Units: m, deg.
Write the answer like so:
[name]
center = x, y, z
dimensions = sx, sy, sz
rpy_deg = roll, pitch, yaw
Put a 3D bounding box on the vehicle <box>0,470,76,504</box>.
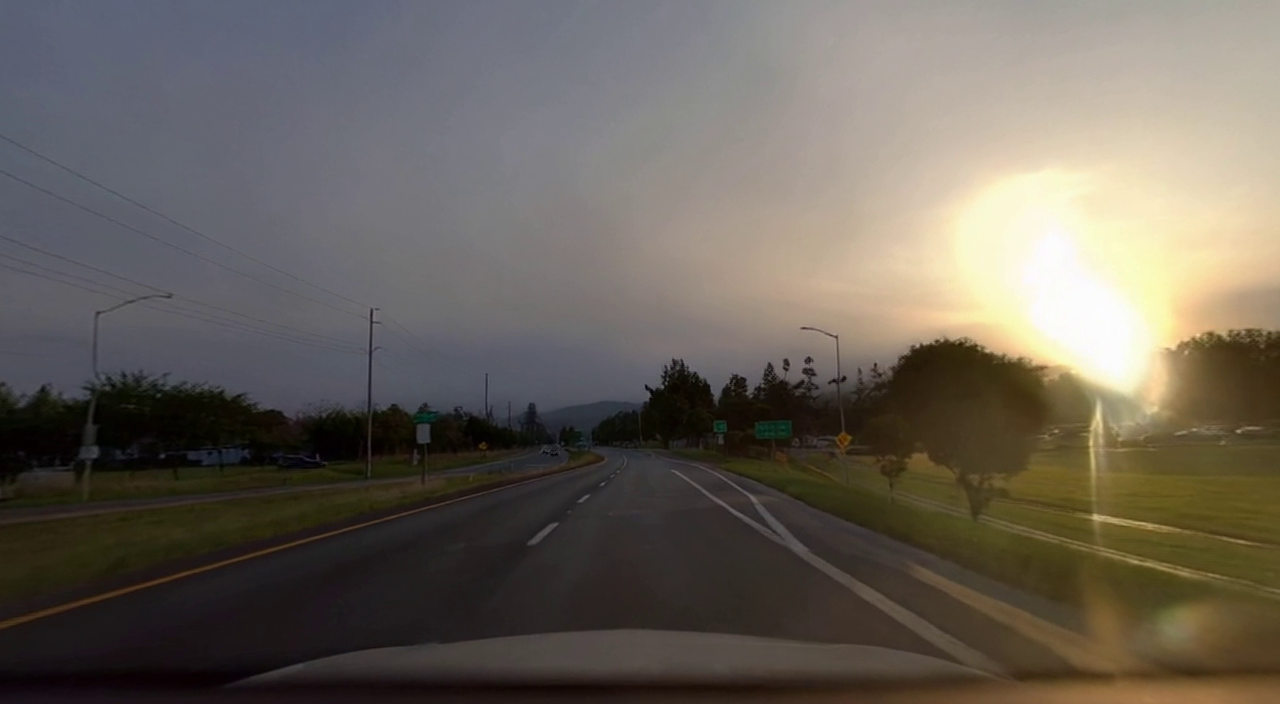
[vehicle]
center = -41.015, 8.869, 41.662
dimensions = 5.552, 2.047, 2.384
rpy_deg = -1, -8, 6
